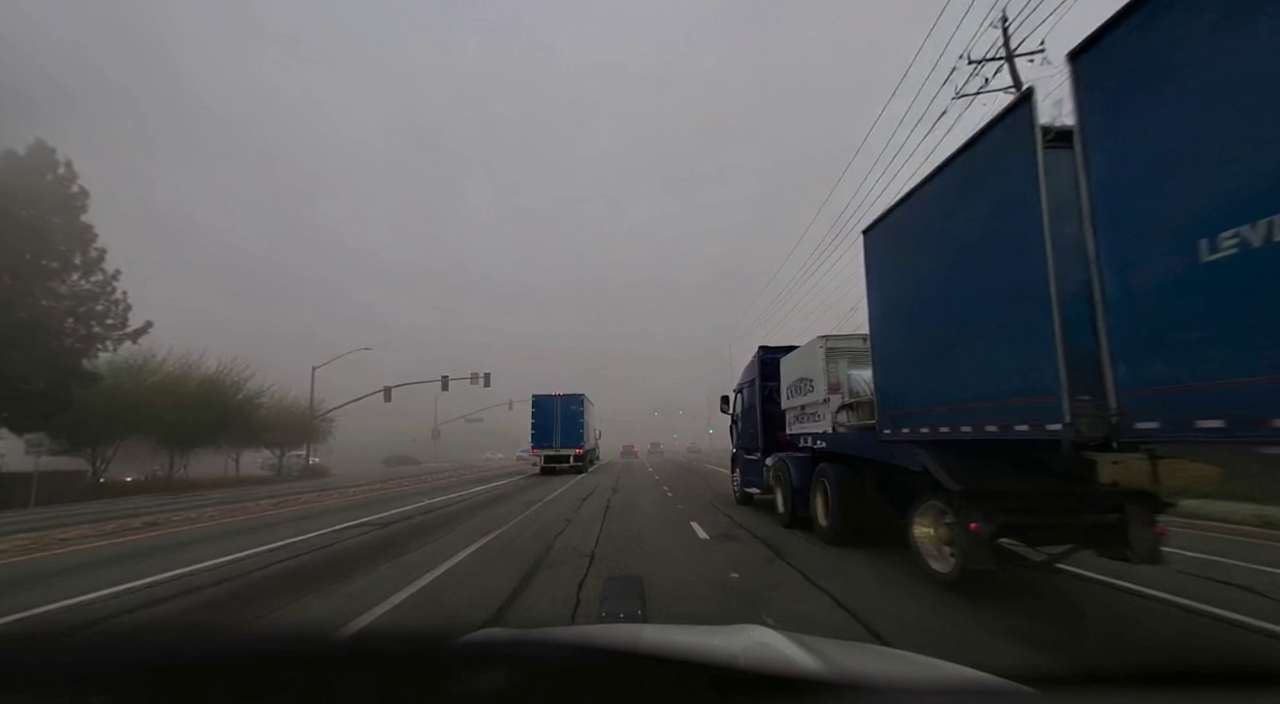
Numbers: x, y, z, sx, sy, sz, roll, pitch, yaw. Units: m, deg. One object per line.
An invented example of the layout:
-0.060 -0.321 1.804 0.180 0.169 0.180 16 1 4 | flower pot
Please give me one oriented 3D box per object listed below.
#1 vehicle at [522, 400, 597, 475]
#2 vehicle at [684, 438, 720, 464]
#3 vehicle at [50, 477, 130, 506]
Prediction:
-3.898 4.442 32.670 2.889 3.347 8.285 0 -8 -1 | vehicle
4.148 6.704 42.972 2.102 1.662 4.533 0 -8 1 | vehicle
-33.867 8.560 39.028 1.715 1.452 3.933 1 -8 -7 | vehicle
